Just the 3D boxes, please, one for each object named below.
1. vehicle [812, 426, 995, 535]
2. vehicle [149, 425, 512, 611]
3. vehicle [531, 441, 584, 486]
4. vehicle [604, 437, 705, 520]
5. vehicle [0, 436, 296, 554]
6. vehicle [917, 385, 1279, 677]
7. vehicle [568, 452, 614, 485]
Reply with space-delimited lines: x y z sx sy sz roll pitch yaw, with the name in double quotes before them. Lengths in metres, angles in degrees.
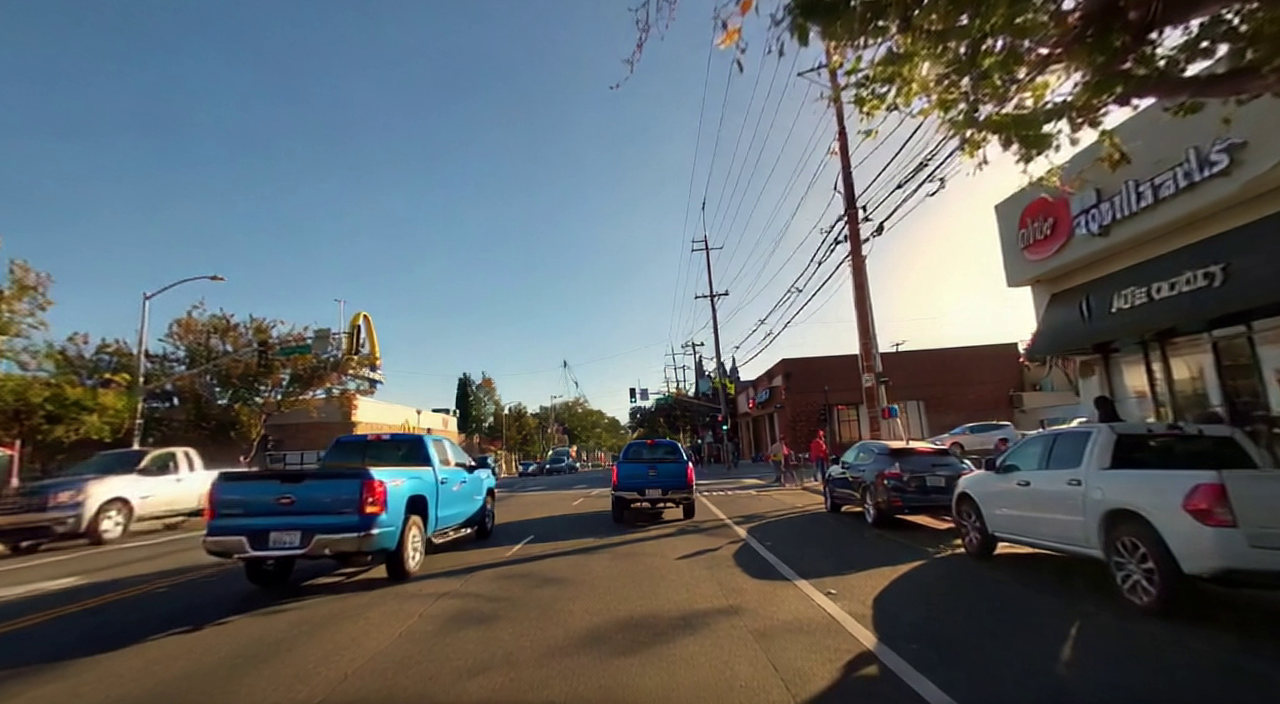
"vehicle" 5.118 2.536 13.054 1.974 1.823 4.576 0 -9 3
"vehicle" -3.141 1.772 7.770 1.995 1.554 4.618 0 -9 2
"vehicle" -5.766 7.941 45.316 2.619 2.948 7.193 0 -9 2
"vehicle" 0.537 3.027 15.701 2.089 1.699 4.650 -1 -9 6
"vehicle" -9.097 2.585 12.220 2.040 1.786 4.772 0 -9 1
"vehicle" 4.905 1.469 6.368 2.007 1.786 4.870 0 -9 0
"vehicle" -2.847 6.979 37.950 2.140 1.768 5.092 0 -9 3
